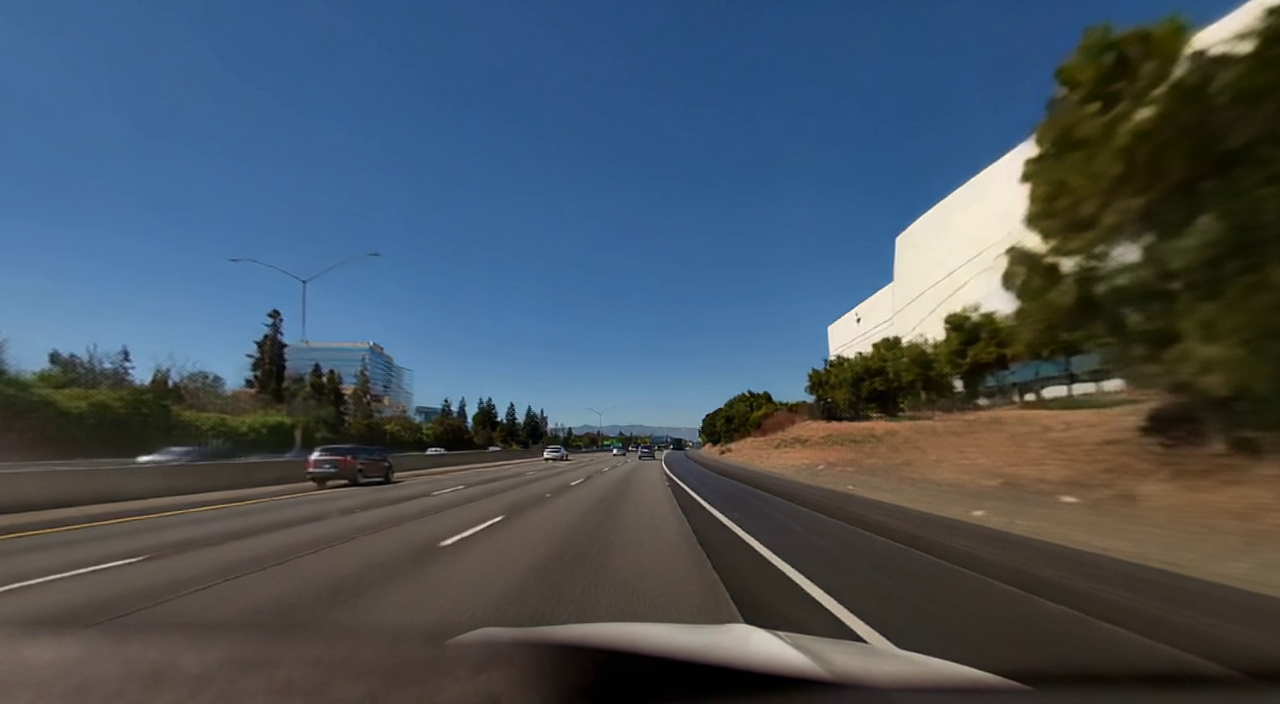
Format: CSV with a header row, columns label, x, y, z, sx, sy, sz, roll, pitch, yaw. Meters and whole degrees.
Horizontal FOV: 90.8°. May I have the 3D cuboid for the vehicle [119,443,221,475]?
label,x,y,z,sx,sy,sz,roll,pitch,yaw
vehicle,-25.941,5.906,35.130,1.973,1.582,4.704,-1,-9,2

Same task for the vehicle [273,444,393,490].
label,x,y,z,sx,sy,sz,roll,pitch,yaw
vehicle,-10.686,4.015,22.420,1.914,1.440,4.467,-1,-9,1
